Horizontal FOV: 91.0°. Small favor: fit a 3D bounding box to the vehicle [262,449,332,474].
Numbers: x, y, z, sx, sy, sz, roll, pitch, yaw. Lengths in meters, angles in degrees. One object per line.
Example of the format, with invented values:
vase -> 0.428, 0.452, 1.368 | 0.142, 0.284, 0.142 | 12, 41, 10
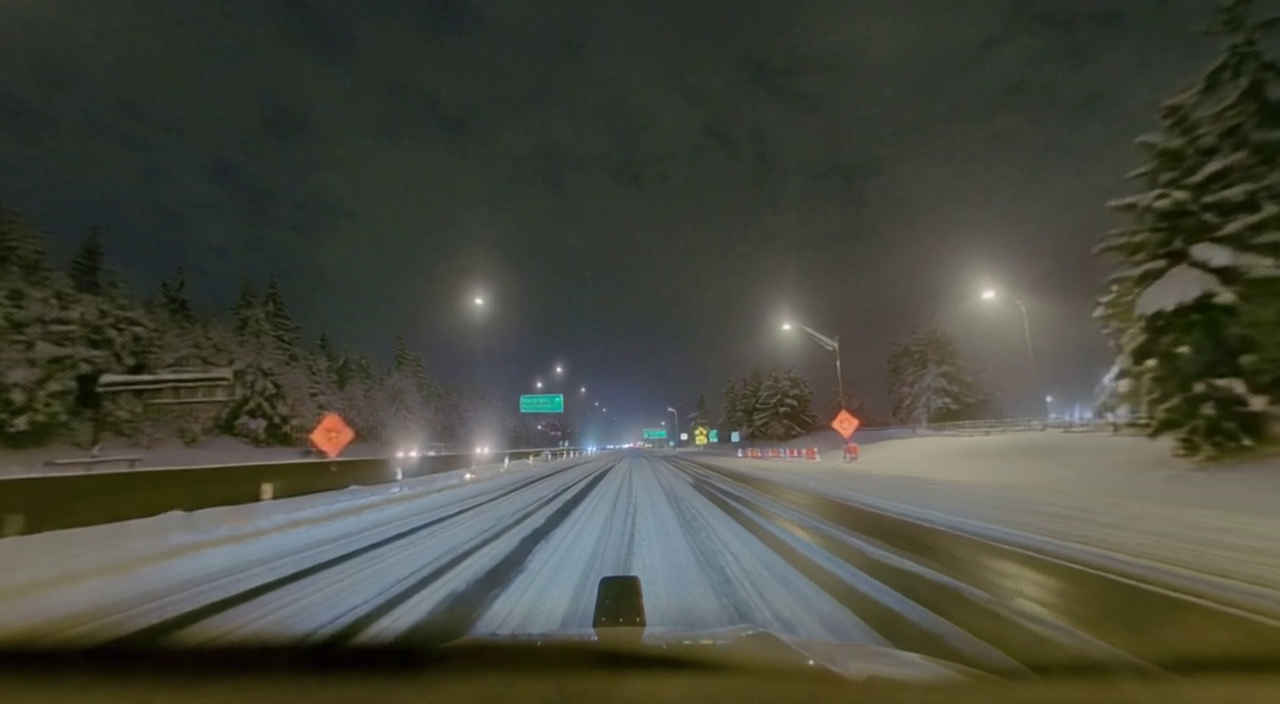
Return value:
vehicle -> -22.237, 7.115, 41.024 | 1.924, 1.477, 4.785 | 0, -9, -1
